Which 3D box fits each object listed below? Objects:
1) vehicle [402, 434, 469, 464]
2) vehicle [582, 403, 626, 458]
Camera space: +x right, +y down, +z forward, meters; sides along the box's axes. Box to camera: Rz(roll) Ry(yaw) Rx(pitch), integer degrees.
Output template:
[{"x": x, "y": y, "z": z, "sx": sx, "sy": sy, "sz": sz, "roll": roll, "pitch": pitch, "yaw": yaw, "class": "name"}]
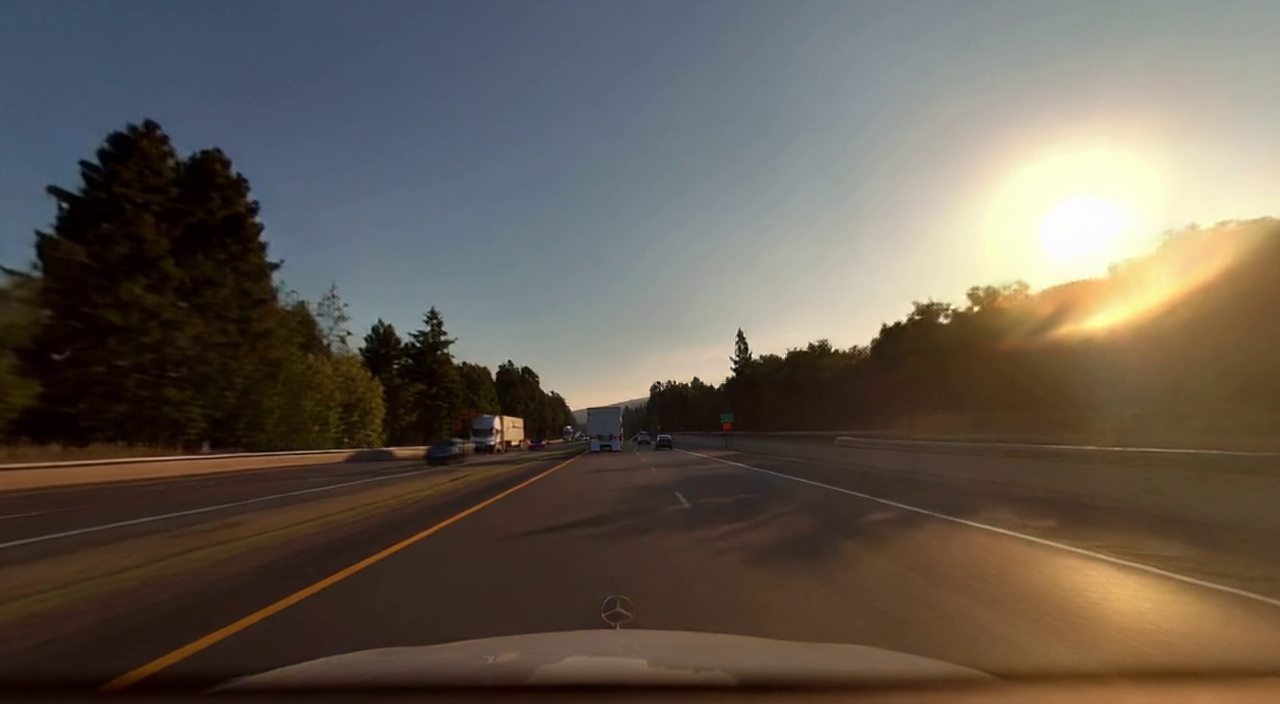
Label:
[{"x": -10.595, "y": 5.047, "z": 32.922, "sx": 2.002, "sy": 1.467, "sz": 4.406, "roll": 0, "pitch": -8, "yaw": 0, "class": "vehicle"}, {"x": -2.153, "y": 4.881, "z": 38.946, "sx": 2.450, "sy": 3.098, "sz": 6.965, "roll": 0, "pitch": -8, "yaw": -2, "class": "vehicle"}]
